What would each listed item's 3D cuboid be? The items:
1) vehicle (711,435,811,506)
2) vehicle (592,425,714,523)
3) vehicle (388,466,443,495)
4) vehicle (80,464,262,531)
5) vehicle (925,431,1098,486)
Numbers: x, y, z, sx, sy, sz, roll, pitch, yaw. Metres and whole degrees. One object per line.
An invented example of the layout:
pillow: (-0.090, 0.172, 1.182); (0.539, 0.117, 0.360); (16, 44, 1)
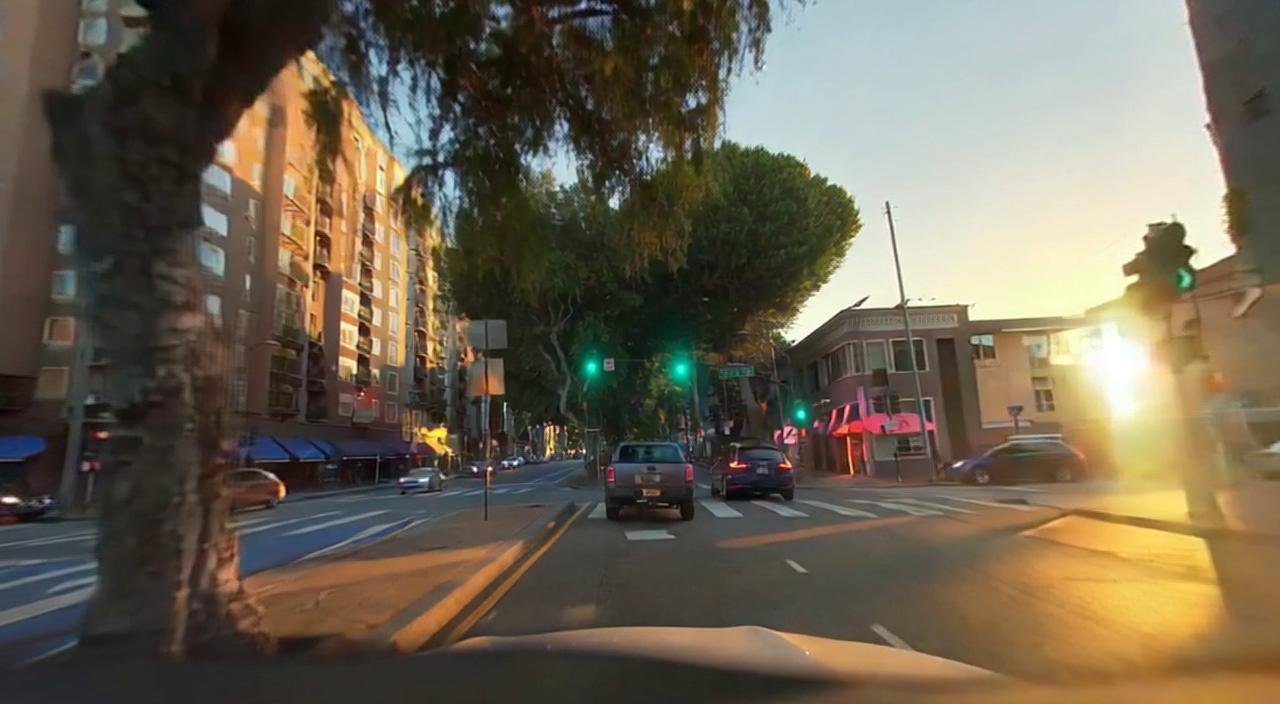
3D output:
vehicle: (3.290, 3.301, 17.976); (1.939, 1.746, 4.091); (0, -9, -1)
vehicle: (0.216, 2.515, 13.529); (2.209, 1.748, 4.130); (0, -9, 0)
vehicle: (-14.107, 8.085, 39.886); (1.856, 1.521, 4.309); (0, -9, 0)
vehicle: (-13.721, 4.241, 18.877); (2.035, 1.619, 4.327); (0, -9, 1)
vehicle: (14.093, 4.079, 24.256); (5.156, 2.005, 2.122); (-1, -9, 6)
